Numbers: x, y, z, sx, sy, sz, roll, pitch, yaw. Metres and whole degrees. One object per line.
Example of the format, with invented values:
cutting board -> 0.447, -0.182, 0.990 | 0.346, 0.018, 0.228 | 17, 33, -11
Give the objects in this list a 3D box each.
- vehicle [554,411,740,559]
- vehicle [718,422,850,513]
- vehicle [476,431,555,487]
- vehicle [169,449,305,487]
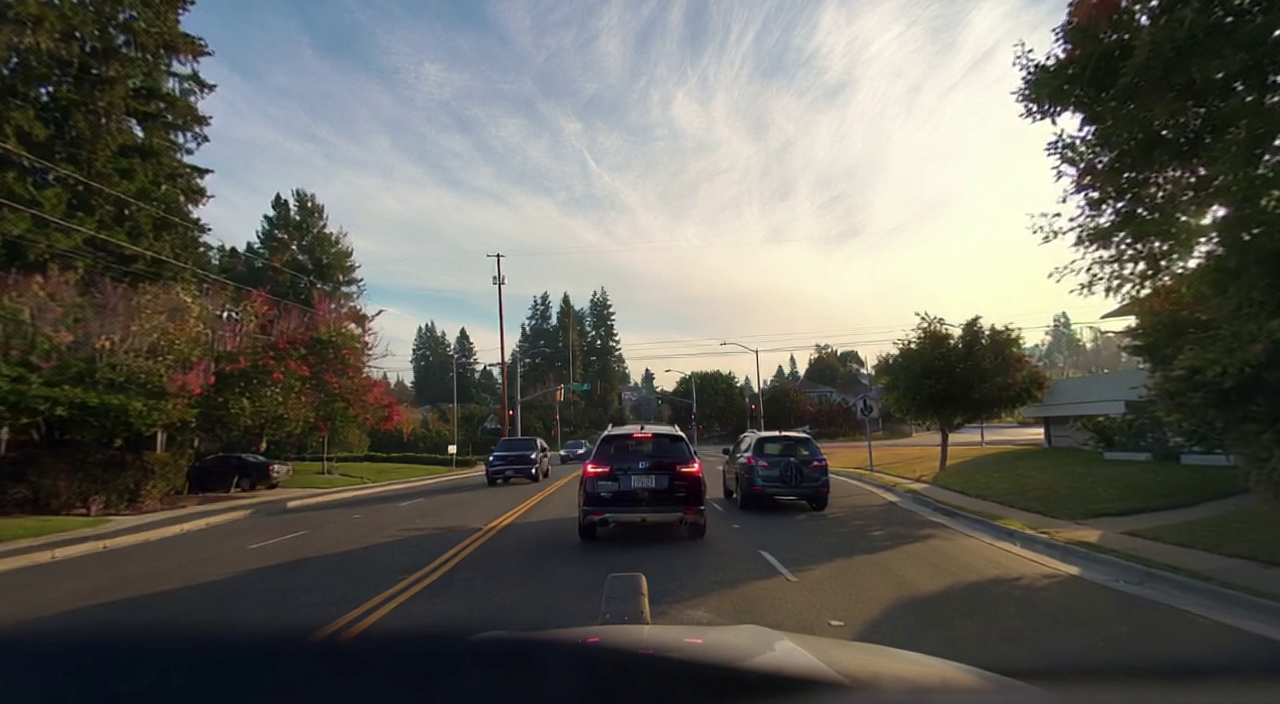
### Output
vehicle -> 0.055, 1.843, 9.438 | 2.151, 1.695, 4.100 | 0, -8, -1
vehicle -> 3.081, 2.569, 14.495 | 1.967, 1.756, 4.281 | 0, -8, -1
vehicle -> -4.788, 4.198, 25.170 | 2.138, 1.938, 5.584 | 0, -8, -1
vehicle -> -16.161, 4.663, 25.433 | 4.245, 1.446, 1.827 | 0, -8, 0
